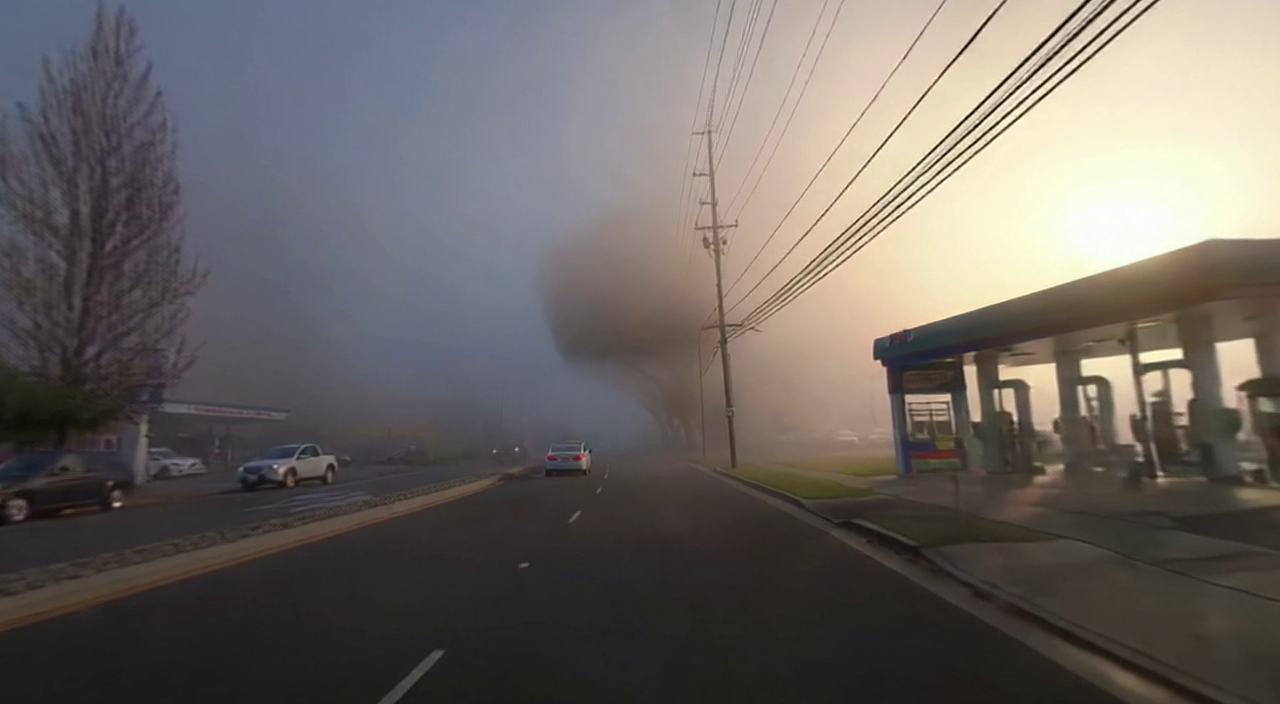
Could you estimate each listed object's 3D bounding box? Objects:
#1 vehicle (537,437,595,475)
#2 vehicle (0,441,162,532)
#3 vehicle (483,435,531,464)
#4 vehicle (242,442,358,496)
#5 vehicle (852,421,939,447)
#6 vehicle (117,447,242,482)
[{"bbox_3d":[-3.119,4.462,27.309,2.073,1.525,3.968,0,-8,-1],"label":"vehicle"},{"bbox_3d":[-16.016,3.488,17.084,2.336,2.092,4.625,0,-8,1],"label":"vehicle"},{"bbox_3d":[-10.190,7.510,48.779,2.437,2.069,5.159,-1,-8,2],"label":"vehicle"},{"bbox_3d":[-15.035,5.141,28.287,2.353,2.144,4.847,-1,-8,2],"label":"vehicle"},{"bbox_3d":[17.173,5.532,42.532,4.943,1.646,2.072,0,-8,-2],"label":"vehicle"},{"bbox_3d":[-23.785,5.805,32.757,4.687,1.696,2.269,0,-8,0],"label":"vehicle"}]
